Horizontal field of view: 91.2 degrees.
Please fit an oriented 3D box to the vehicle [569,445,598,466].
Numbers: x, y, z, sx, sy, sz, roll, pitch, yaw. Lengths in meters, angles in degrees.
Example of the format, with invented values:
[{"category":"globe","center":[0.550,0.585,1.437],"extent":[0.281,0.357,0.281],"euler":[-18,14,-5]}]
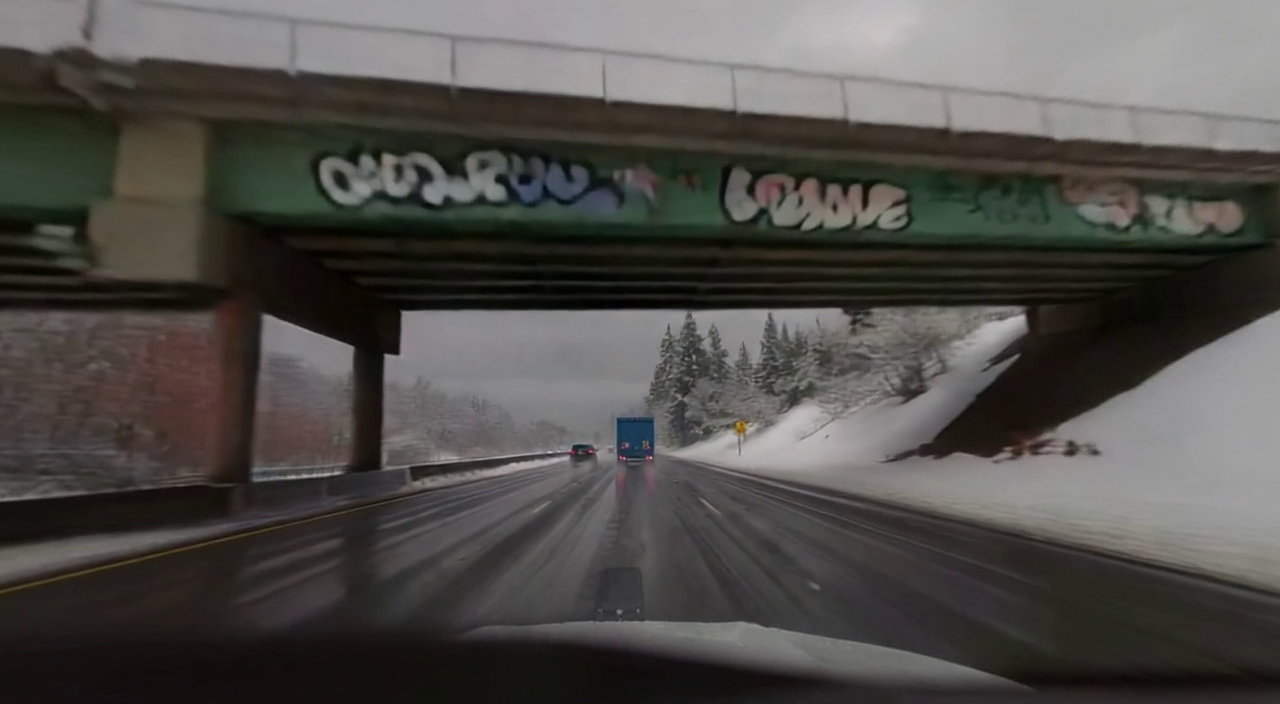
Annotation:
[{"category":"vehicle","center":[-4.275,7.938,48.093],"extent":[1.892,1.529,3.996],"euler":[0,-9,-1]}]
